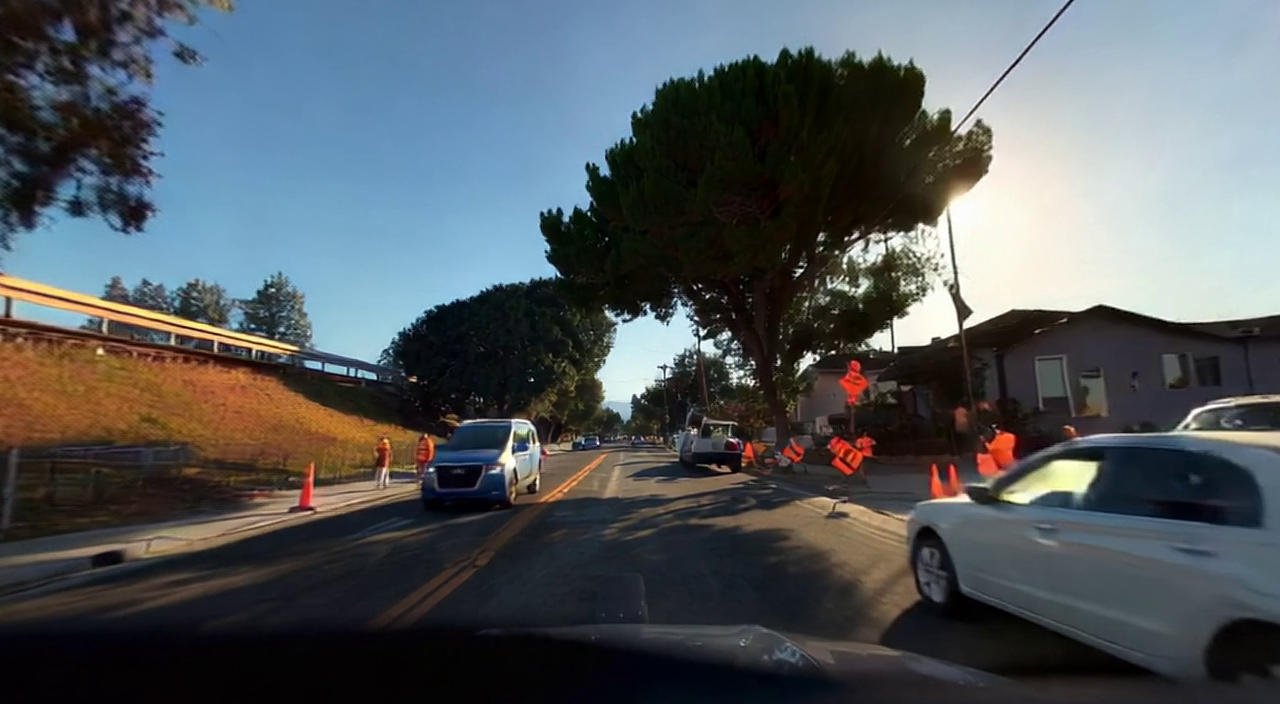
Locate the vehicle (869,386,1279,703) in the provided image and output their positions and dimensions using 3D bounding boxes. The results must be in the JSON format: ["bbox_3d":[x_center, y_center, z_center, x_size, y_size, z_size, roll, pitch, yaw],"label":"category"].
[{"bbox_3d":[3.144,1.025,3.244,2.006,1.482,4.722,0,-8,-2],"label":"vehicle"}]

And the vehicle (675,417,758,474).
[{"bbox_3d":[3.040,3.954,26.766,2.759,2.114,6.152,0,-8,0],"label":"vehicle"}]

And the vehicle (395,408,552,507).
[{"bbox_3d":[-3.680,2.504,15.369,2.358,1.921,5.675,0,-8,-1],"label":"vehicle"}]
